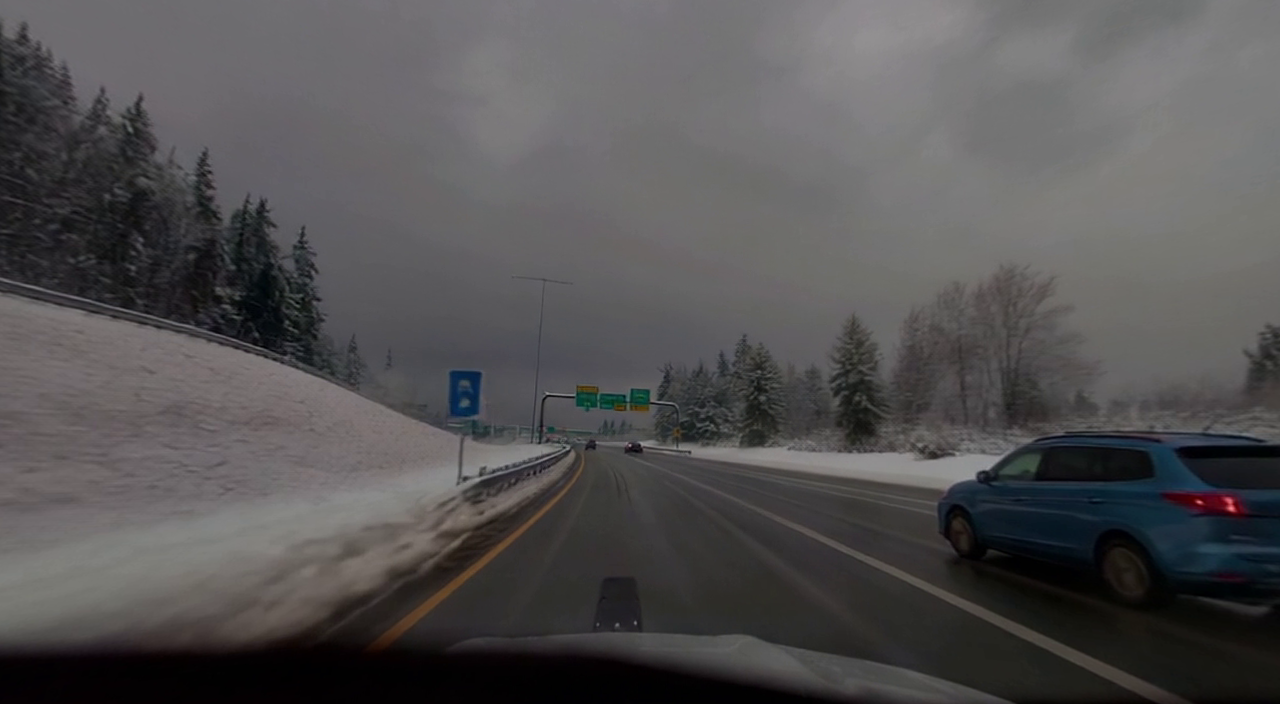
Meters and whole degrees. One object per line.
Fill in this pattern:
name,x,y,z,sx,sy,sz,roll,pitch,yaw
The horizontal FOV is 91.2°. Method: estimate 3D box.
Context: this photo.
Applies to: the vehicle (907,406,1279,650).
vehicle,4.520,1.430,6.084,1.952,1.536,4.036,0,-9,-1
